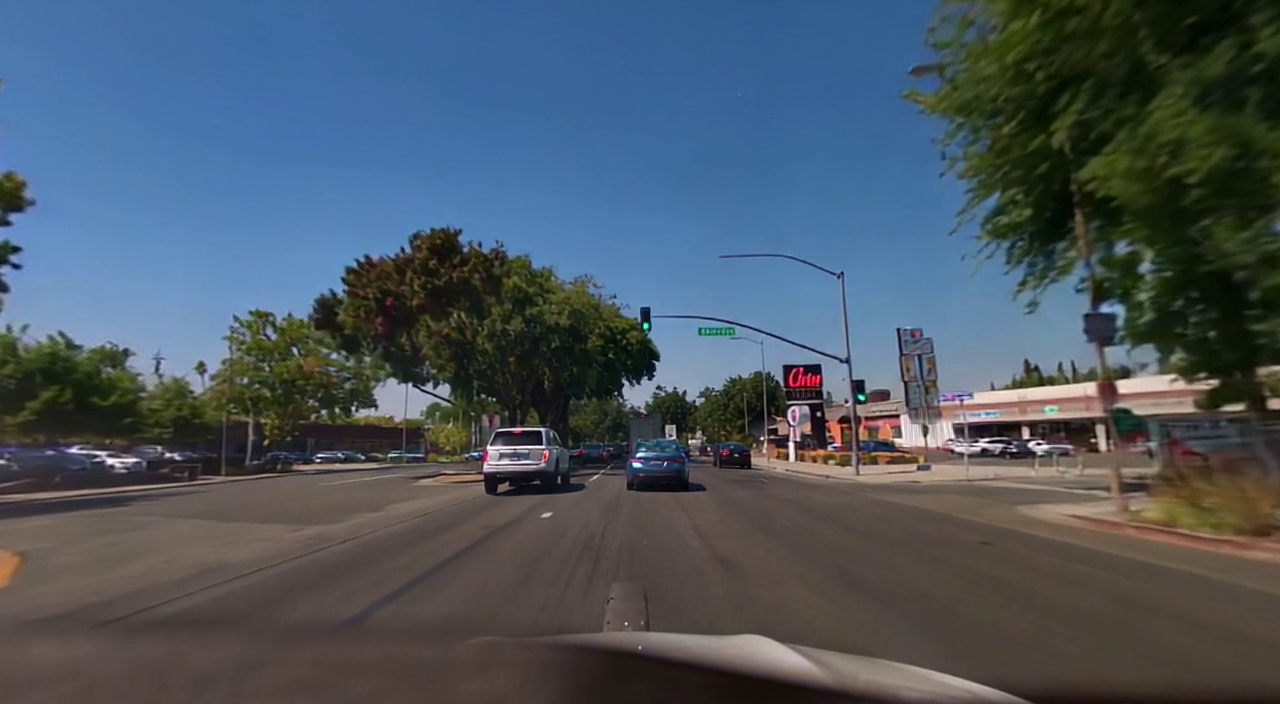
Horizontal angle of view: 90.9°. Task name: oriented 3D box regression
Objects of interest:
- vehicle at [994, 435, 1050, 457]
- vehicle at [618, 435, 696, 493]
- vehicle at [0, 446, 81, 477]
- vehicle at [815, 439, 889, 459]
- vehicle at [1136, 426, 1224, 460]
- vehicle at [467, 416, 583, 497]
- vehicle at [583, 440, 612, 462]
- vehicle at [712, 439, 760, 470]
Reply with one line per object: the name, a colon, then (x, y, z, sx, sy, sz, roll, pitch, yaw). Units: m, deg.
vehicle: (29.248, 7.200, 48.217, 4.225, 1.502, 1.915, 3, -9, -32)
vehicle: (0.438, 3.253, 18.663, 2.061, 1.494, 4.079, 0, -8, 0)
vehicle: (-30.945, 5.516, 31.890, 3.539, 1.484, 1.771, 0, -8, -1)
vehicle: (15.582, 7.127, 46.385, 4.756, 1.422, 1.831, 0, -8, -2)
vehicle: (32.892, 5.493, 38.331, 5.720, 1.822, 2.307, 3, -9, -32)
vehicle: (-3.034, 2.915, 17.928, 2.289, 1.935, 5.227, 0, -8, 0)
vehicle: (-3.139, 7.375, 47.090, 1.902, 1.522, 3.523, 0, -8, 0)
vehicle: (5.116, 5.514, 34.119, 1.900, 1.507, 4.151, 0, -8, 0)
